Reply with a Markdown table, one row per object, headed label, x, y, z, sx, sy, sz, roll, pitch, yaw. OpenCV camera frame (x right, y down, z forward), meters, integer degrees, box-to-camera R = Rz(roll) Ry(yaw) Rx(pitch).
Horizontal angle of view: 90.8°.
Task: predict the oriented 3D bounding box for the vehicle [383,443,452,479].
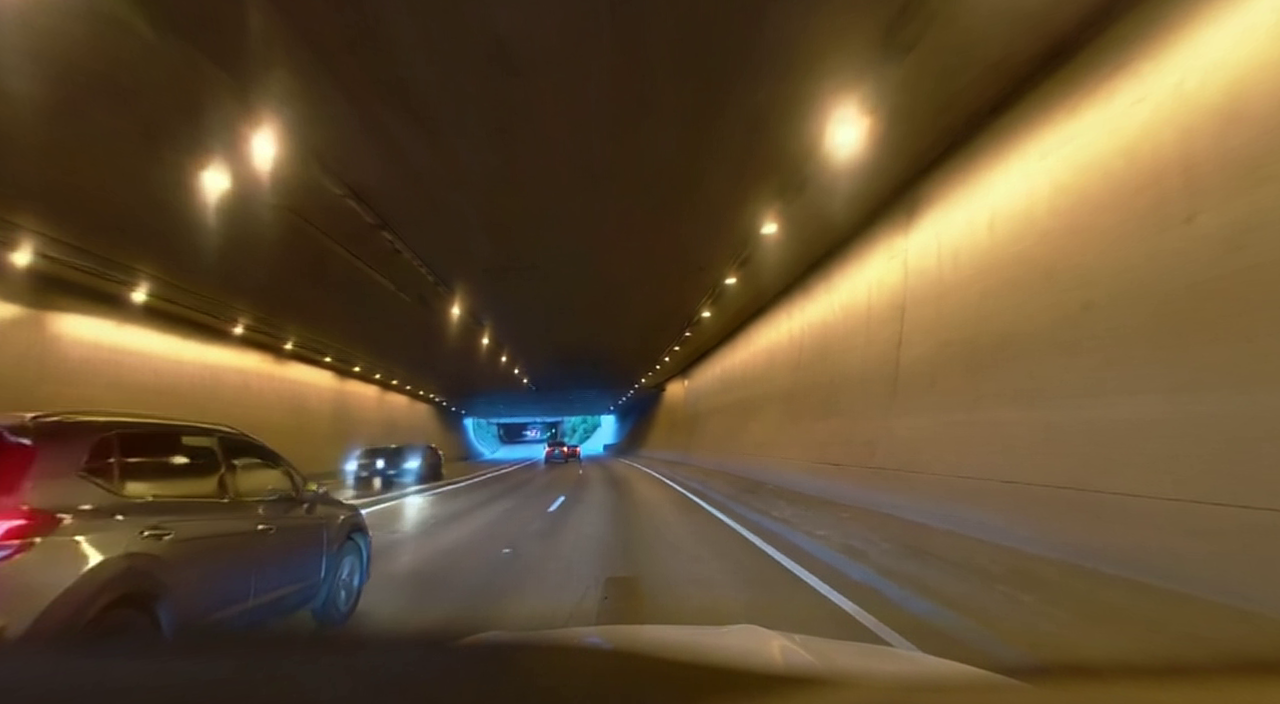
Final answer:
| label | x | y | z | sx | sy | sz | roll | pitch | yaw |
| --- | --- | --- | --- | --- | --- | --- | --- | --- | --- |
| vehicle | -9.662 | 4.725 | 27.759 | 1.691 | 1.439 | 4.136 | 0 | -8 | -3 |

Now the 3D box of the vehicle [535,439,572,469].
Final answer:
| label | x | y | z | sx | sy | sz | roll | pitch | yaw |
| --- | --- | --- | --- | --- | --- | --- | --- | --- | --- |
| vehicle | -5.371 | 6.388 | 39.765 | 1.961 | 1.725 | 4.315 | 0 | -8 | -3 |

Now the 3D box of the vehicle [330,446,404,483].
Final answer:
| label | x | y | z | sx | sy | sz | roll | pitch | yaw |
| --- | --- | --- | --- | --- | --- | --- | --- | --- | --- |
| vehicle | -13.047 | 5.359 | 30.487 | 1.788 | 1.622 | 4.284 | 0 | -8 | -2 |
